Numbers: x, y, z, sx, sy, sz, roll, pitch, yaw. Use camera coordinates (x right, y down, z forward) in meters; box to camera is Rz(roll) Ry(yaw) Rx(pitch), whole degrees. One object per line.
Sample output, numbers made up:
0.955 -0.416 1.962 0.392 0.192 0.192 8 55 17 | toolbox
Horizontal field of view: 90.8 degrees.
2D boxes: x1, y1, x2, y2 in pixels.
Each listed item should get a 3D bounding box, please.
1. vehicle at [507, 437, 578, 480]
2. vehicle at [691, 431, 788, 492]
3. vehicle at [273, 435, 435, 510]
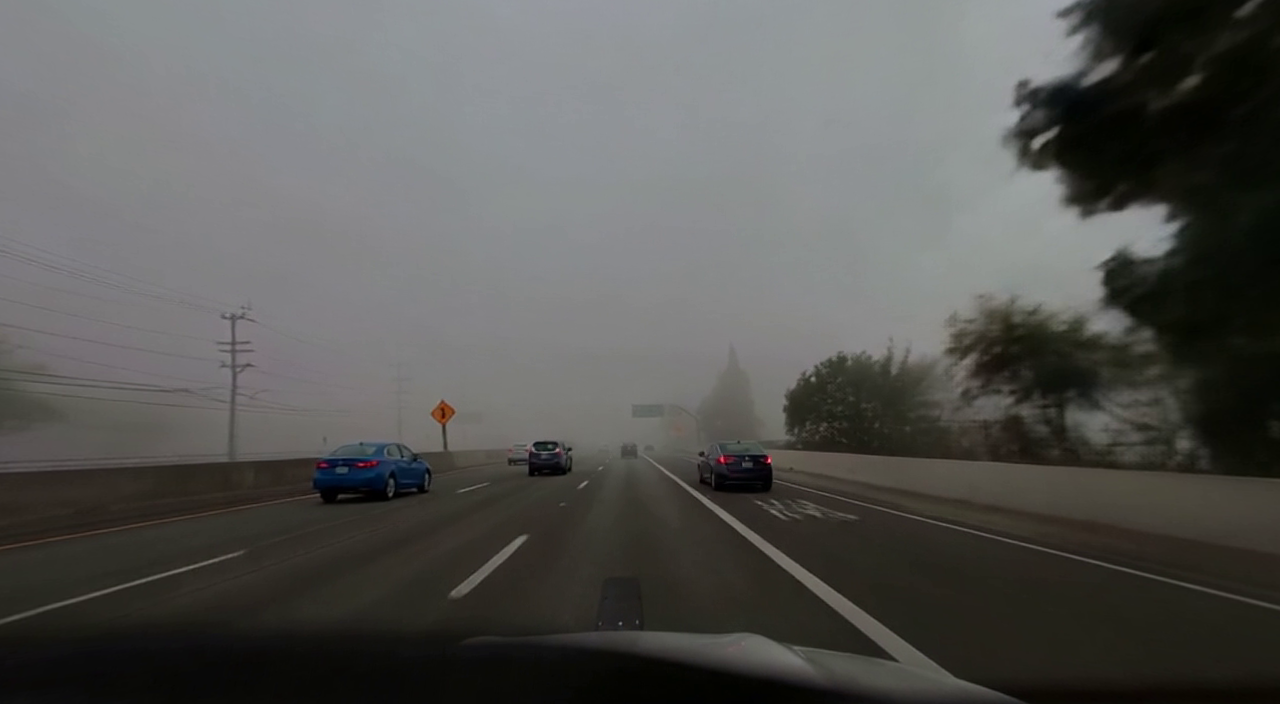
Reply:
-3.647 4.082 24.520 2.066 1.488 4.377 0 -8 0 | vehicle
2.893 3.314 19.493 2.100 1.659 4.387 0 -8 -2 | vehicle
-6.466 2.747 14.902 1.903 1.482 4.180 0 -8 -1 | vehicle
